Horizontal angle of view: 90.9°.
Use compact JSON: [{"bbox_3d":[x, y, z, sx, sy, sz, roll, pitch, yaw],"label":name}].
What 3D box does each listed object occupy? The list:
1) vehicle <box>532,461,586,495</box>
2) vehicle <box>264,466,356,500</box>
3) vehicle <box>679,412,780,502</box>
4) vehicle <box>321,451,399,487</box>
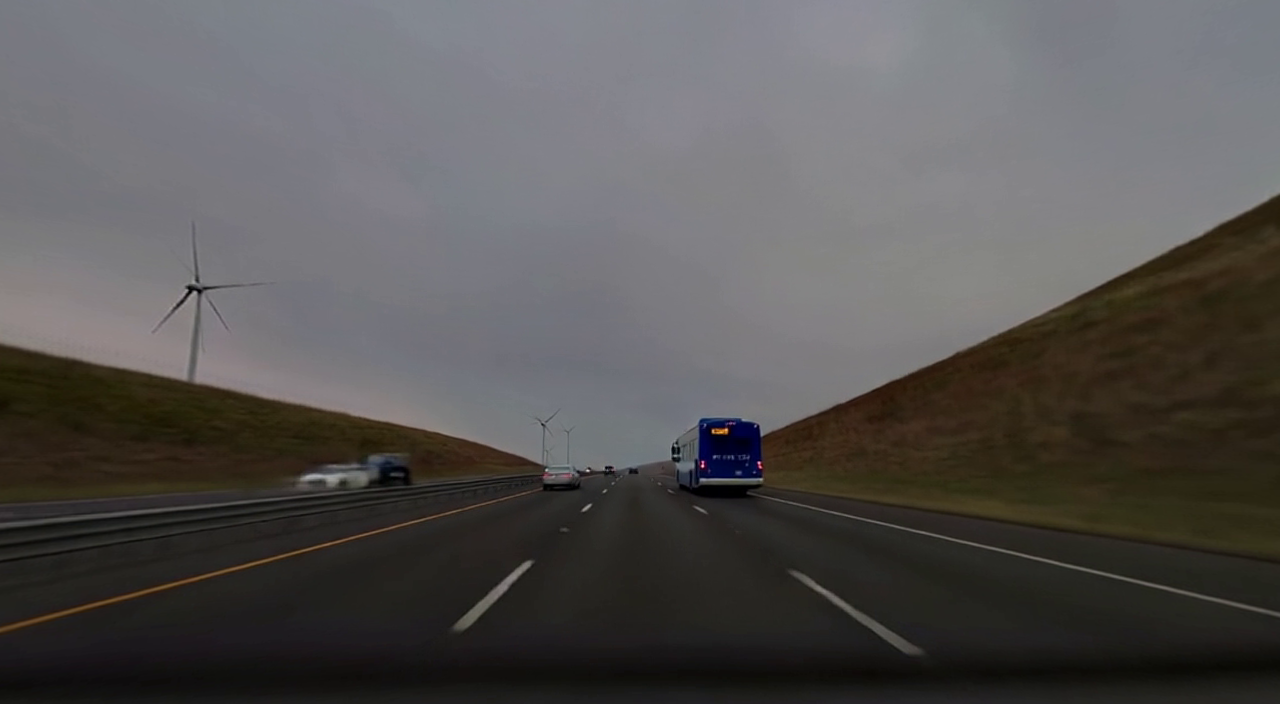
[{"bbox_3d":[-4.007,6.334,31.896,2.213,1.568,4.274,1,-10,-1],"label":"vehicle"},{"bbox_3d":[-14.953,5.959,28.836,1.751,1.396,4.350,0,-10,1],"label":"vehicle"},{"bbox_3d":[4.061,5.541,32.712,2.941,3.574,14.463,1,-10,-1],"label":"vehicle"},{"bbox_3d":[-19.048,8.042,43.326,2.269,2.261,6.618,1,-10,0],"label":"vehicle"}]
